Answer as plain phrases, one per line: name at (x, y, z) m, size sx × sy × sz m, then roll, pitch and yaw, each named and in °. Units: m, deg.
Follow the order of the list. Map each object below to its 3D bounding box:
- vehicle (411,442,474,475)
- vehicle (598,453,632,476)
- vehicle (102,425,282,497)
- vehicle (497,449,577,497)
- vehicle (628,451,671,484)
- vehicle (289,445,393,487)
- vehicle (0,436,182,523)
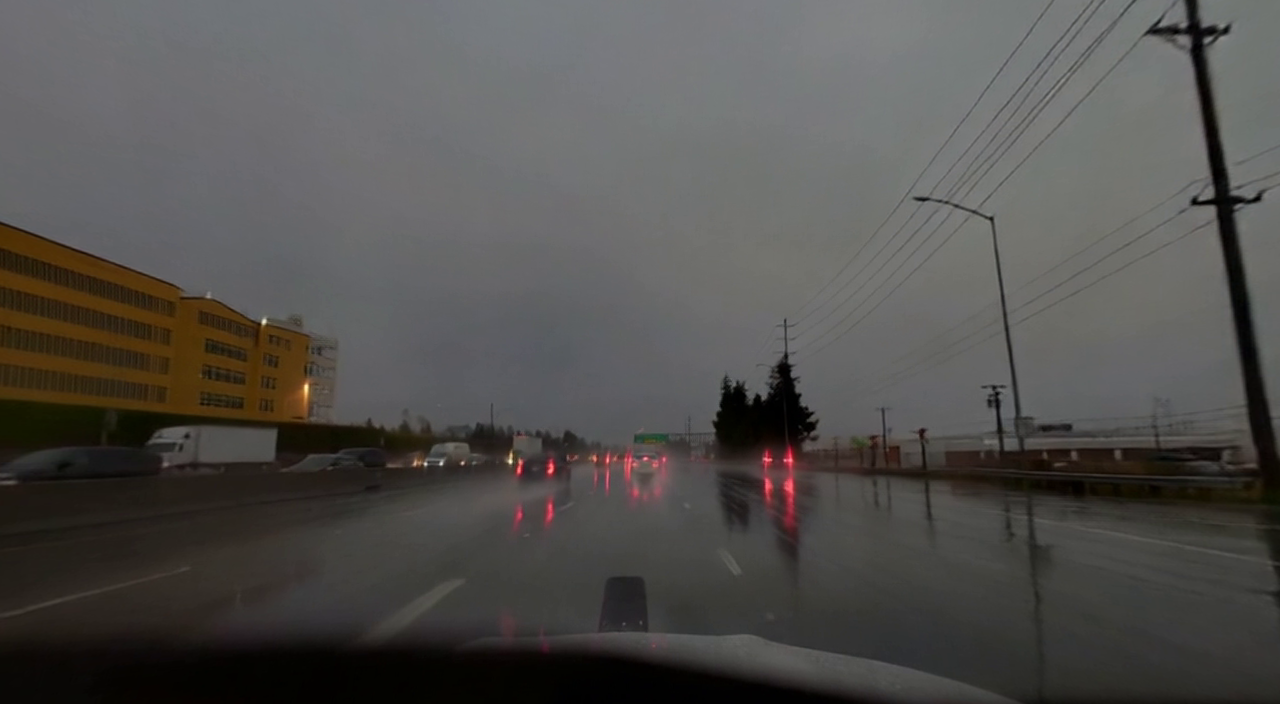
vehicle at (-12.599, 6.794, 40.663) m, size 2.133 × 1.970 × 5.950 m, roll -1°, pitch -8°, yaw 0°
vehicle at (-1.745, 8.024, 45.343) m, size 2.034 × 1.466 × 4.363 m, roll -1°, pitch -8°, yaw 4°
vehicle at (-16.847, 4.115, 24.372) m, size 2.289 × 2.356 × 6.251 m, roll -1°, pitch -8°, yaw 1°
vehicle at (-3.644, 4.362, 23.169) m, size 2.059 × 1.508 × 4.662 m, roll -1°, pitch -8°, yaw 1°
vehicle at (0.505, 5.939, 32.763) m, size 2.107 × 1.538 × 3.999 m, roll -1°, pitch -8°, yaw 1°
vehicle at (-12.505, 4.772, 26.794) m, size 2.037 × 1.574 × 4.757 m, roll -1°, pitch -8°, yaw 1°
vehicle at (-12.457, 2.600, 13.446) m, size 1.991 × 1.537 × 4.464 m, roll 0°, pitch -8°, yaw 0°
